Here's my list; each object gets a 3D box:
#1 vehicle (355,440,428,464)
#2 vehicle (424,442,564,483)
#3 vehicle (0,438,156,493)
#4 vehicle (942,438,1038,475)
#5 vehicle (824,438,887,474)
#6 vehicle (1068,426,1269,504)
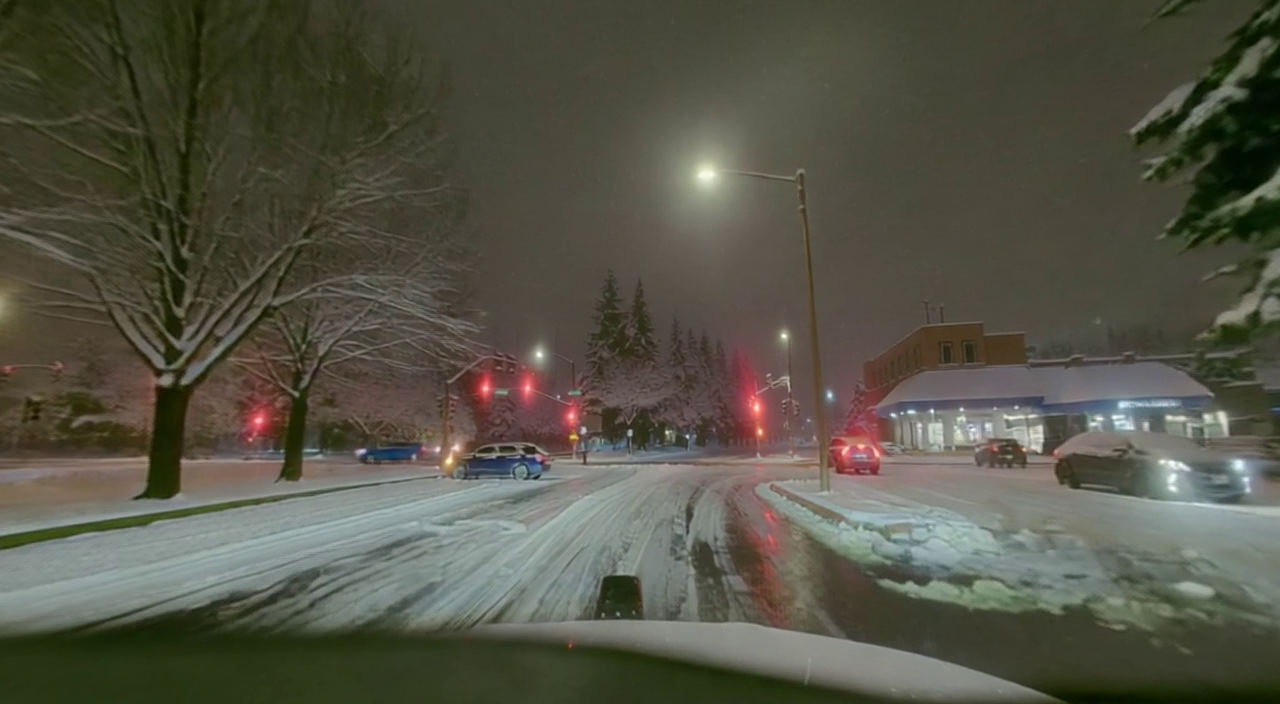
[{"bbox_3d":[-18.886,7.610,48.215,4.906,1.784,1.913,2,-9,-14],"label":"vehicle"},{"bbox_3d":[-5.584,4.219,24.465,4.792,1.468,2.116,-2,-9,12],"label":"vehicle"},{"bbox_3d":[-21.135,4.117,23.416,2.082,1.779,4.841,-1,-9,9],"label":"vehicle"},{"bbox_3d":[15.168,4.535,27.684,1.951,1.491,4.359,-1,-8,4],"label":"vehicle"},{"bbox_3d":[9.905,4.776,29.450,2.061,1.519,4.794,-1,-8,10],"label":"vehicle"},{"bbox_3d":[12.926,2.763,15.909,1.921,1.657,4.400,-2,-9,12],"label":"vehicle"}]
